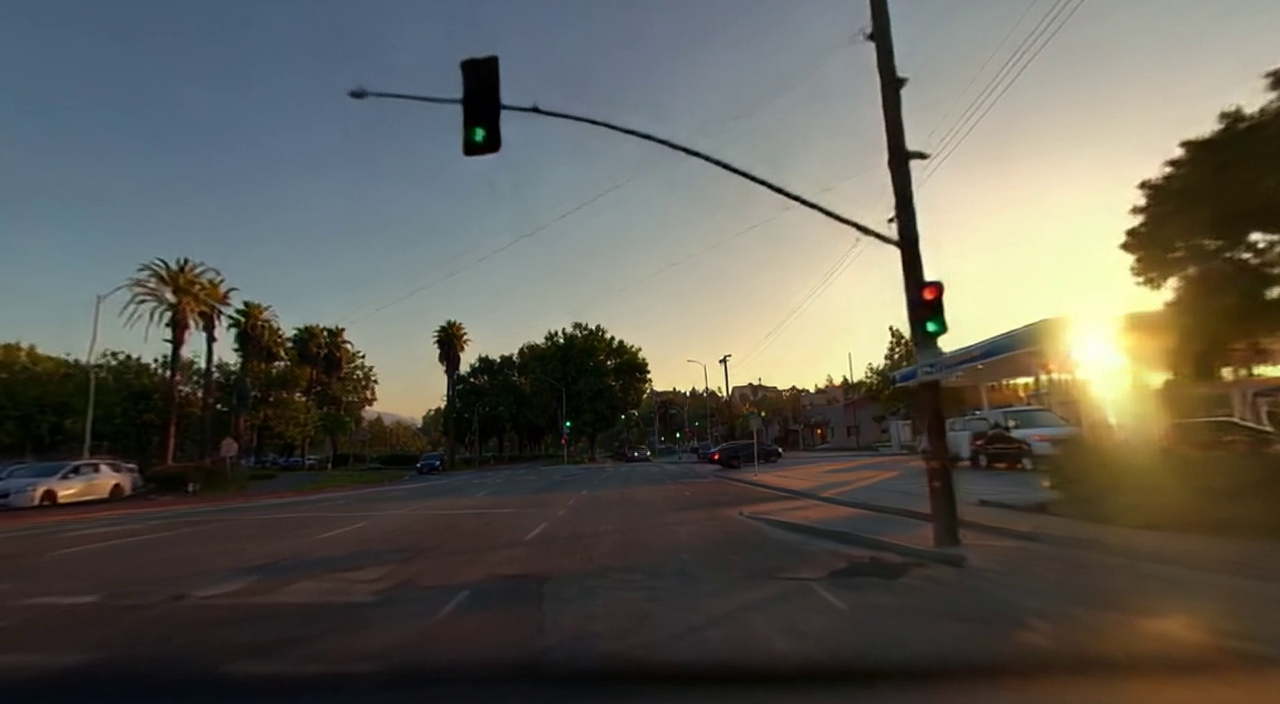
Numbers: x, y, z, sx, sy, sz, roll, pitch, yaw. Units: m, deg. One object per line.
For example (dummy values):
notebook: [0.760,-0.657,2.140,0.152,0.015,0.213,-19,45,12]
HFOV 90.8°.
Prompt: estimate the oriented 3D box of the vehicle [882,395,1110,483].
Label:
vehicle: [13.320,3.550,25.339,2.944,2.783,10.332,0,-9,-1]

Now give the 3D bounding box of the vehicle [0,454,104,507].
vehicle: [-25.654,5.371,26.204,5.056,1.839,1.957,-3,-6,-2]

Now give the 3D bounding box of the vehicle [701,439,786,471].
vehicle: [7.319,7.206,44.338,6.059,2.082,2.703,8,-12,-43]

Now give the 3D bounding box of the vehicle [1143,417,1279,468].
vehicle: [21.582,3.328,23.161,4.578,1.756,2.042,1,-9,-4]
